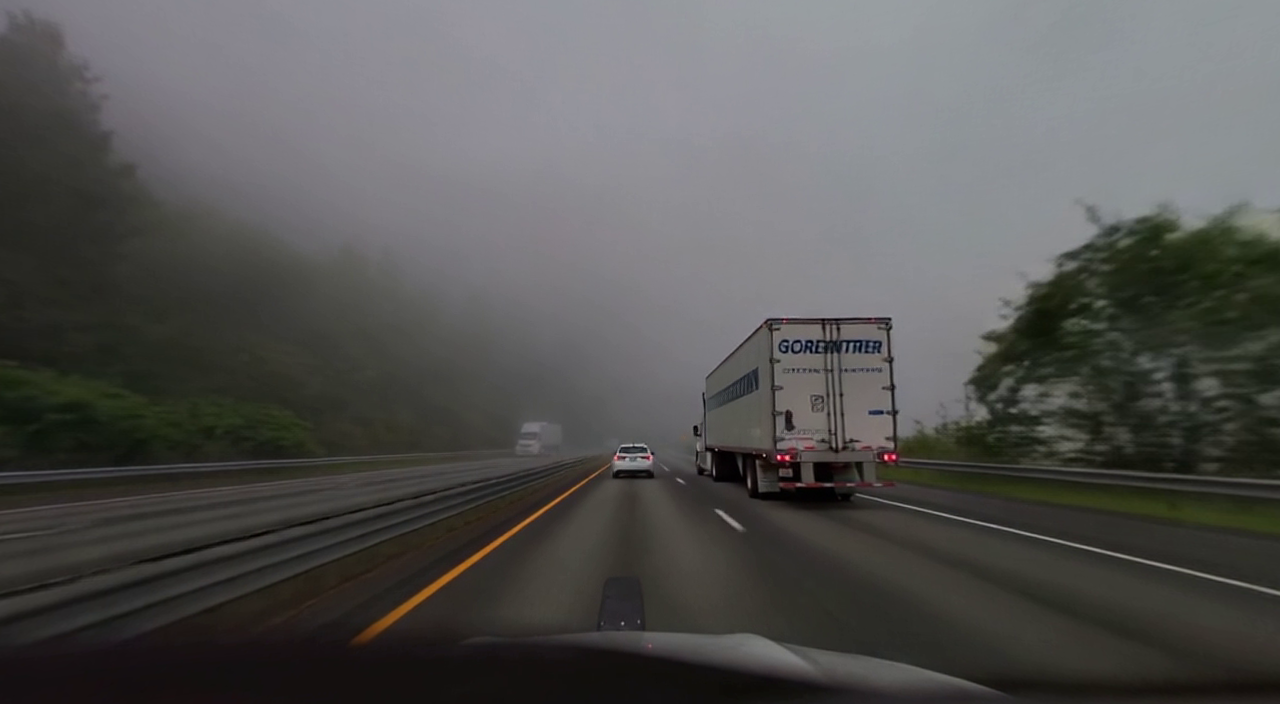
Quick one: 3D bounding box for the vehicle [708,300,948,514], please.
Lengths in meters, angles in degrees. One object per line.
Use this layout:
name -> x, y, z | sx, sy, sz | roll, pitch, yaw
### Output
vehicle -> 4.277, 2.105, 19.115 | 2.909, 4.074, 14.457 | 0, -9, 0

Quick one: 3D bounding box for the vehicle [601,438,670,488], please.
vehicle -> -0.131, 3.660, 20.956 | 2.074, 1.475, 3.960 | 0, -9, 0
